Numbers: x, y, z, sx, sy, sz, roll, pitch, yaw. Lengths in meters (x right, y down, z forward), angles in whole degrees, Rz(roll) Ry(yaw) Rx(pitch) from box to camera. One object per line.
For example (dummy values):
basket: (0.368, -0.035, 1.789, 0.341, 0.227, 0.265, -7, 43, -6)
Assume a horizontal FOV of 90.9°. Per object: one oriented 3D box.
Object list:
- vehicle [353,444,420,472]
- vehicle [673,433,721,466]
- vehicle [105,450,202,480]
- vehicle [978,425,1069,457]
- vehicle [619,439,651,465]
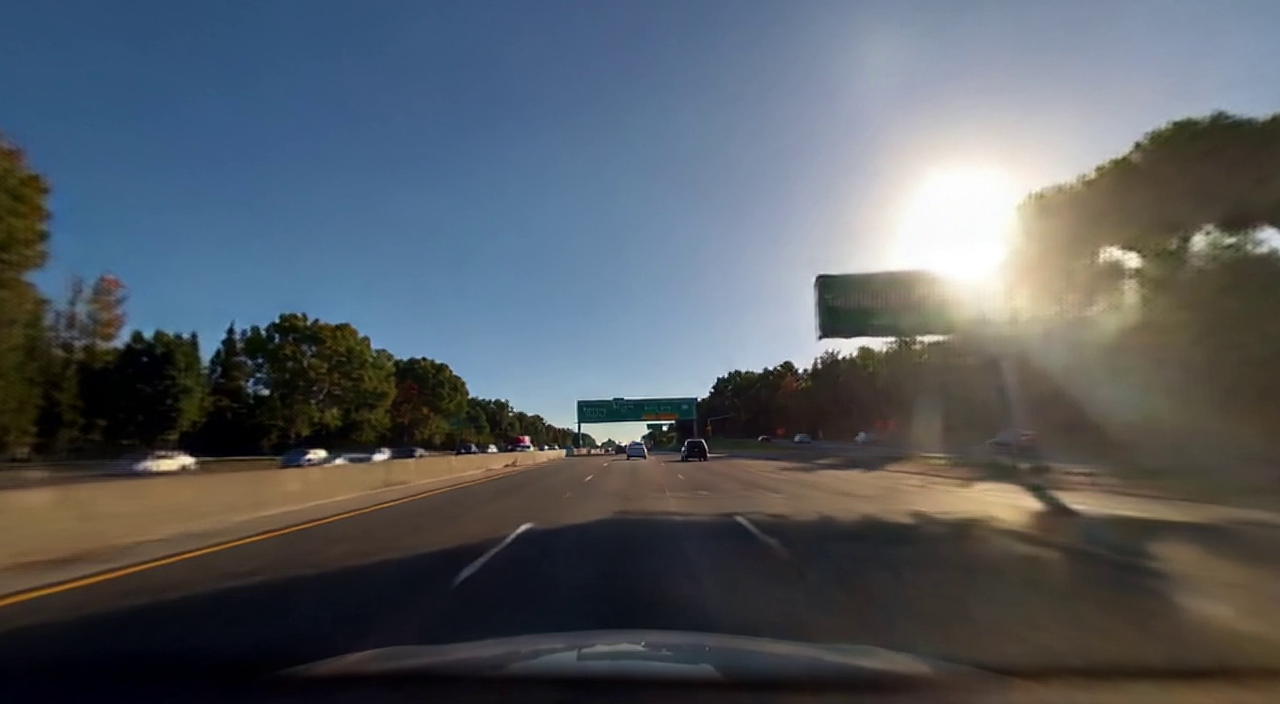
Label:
vehicle: (-15.115, 6.349, 37.946, 1.941, 1.552, 5.119, 0, -8, 0)
vehicle: (3.641, 6.392, 41.536, 2.505, 2.020, 5.532, 0, -8, -1)
vehicle: (-26.081, 6.065, 34.054, 1.834, 1.445, 4.472, 0, -8, -3)
vehicle: (18.811, 4.428, 31.220, 1.872, 1.459, 4.502, -1, -8, 3)
vehicle: (-0.326, 6.885, 43.593, 2.105, 1.711, 4.293, 0, -8, 0)
